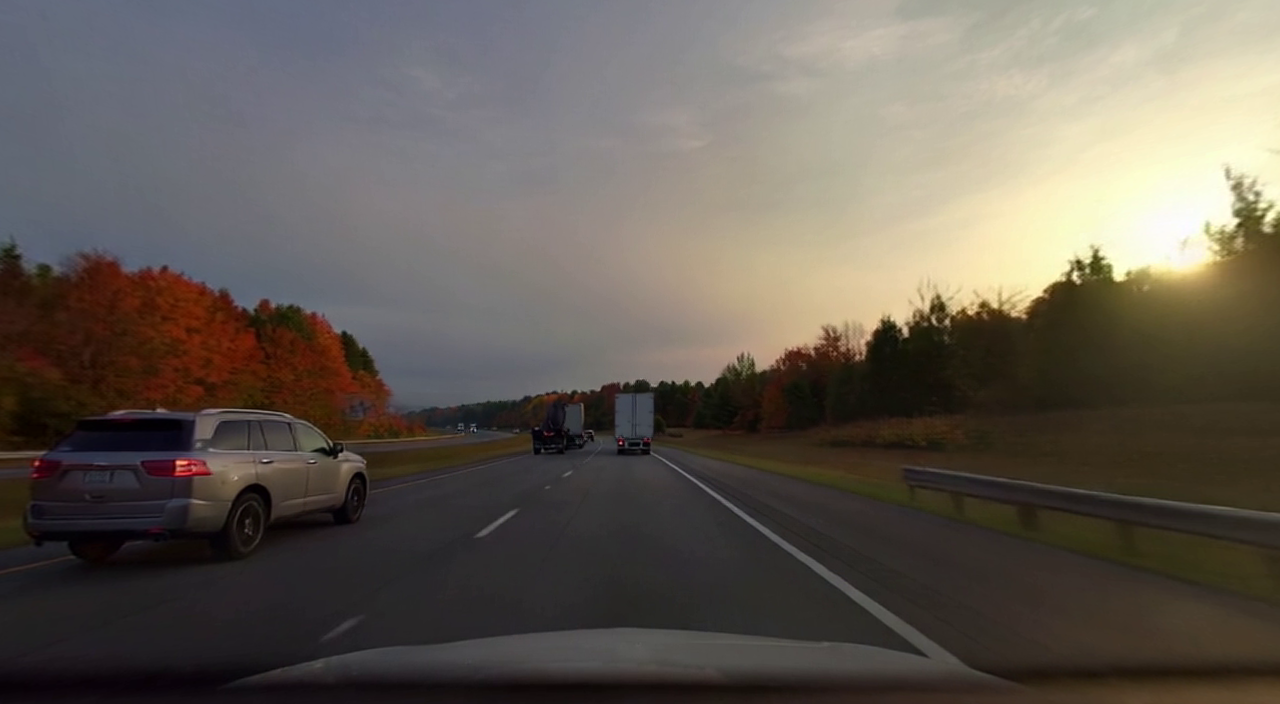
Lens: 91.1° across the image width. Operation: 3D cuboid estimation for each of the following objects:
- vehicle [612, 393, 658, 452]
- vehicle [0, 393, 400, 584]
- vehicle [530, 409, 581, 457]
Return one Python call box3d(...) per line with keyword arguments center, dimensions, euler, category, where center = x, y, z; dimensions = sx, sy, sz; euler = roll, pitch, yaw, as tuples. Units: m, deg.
box3d(center=(-0.440, 5.369, 47.026), dimensions=(3.078, 3.955, 8.774), euler=(0, -8, -2), category="vehicle")
box3d(center=(-4.933, 1.505, 7.849), dimensions=(2.089, 1.669, 4.515), euler=(0, -8, 0), category="vehicle")
box3d(center=(-5.065, 5.017, 38.727), dimensions=(2.383, 2.726, 5.677), euler=(0, -8, -1), category="vehicle")
